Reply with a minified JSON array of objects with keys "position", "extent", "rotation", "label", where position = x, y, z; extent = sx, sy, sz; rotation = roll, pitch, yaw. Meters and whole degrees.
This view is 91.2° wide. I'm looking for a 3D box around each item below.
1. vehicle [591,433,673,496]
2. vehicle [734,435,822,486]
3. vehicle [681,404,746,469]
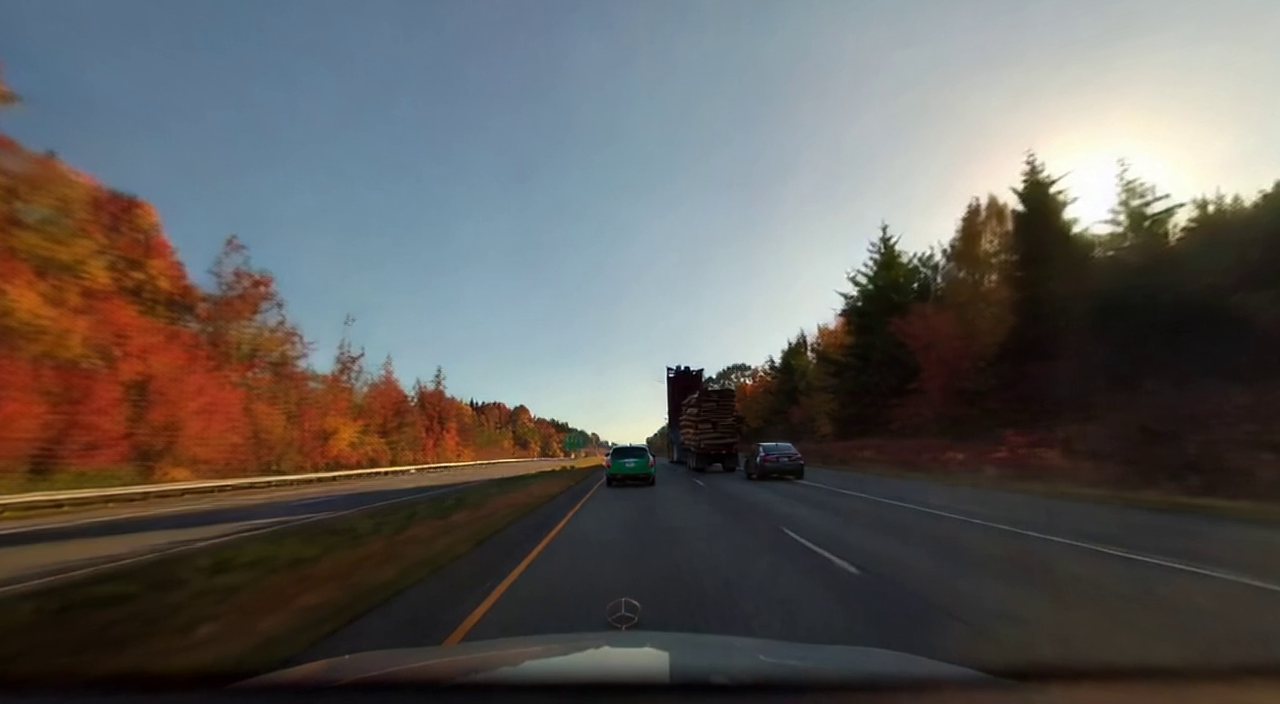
[{"position":[-0.216,3.394,19.246],"extent":[2.263,1.699,3.936],"rotation":[-1,-9,0],"label":"vehicle"},{"position":[4.925,3.958,23.075],"extent":[2.057,1.660,4.525],"rotation":[0,-9,-2],"label":"vehicle"},{"position":[4.690,5.720,41.945],"extent":[3.125,3.895,8.461],"rotation":[0,-9,-1],"label":"vehicle"}]
